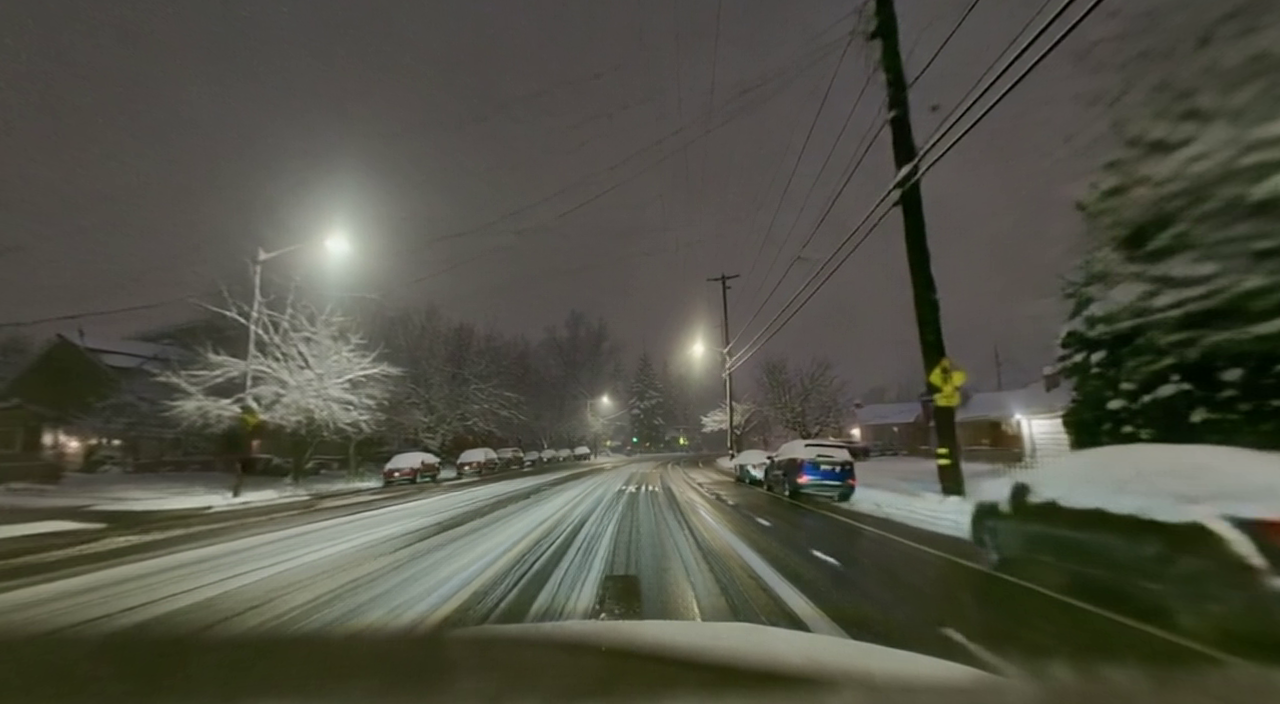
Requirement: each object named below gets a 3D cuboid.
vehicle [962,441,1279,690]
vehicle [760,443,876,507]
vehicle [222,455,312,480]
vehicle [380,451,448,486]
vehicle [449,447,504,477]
[{"bbox_3d":[4.981,1.580,5.587,1.978,1.529,4.357,0,-8,1],"label":"vehicle"},{"bbox_3d":[5.127,3.587,19.001,2.009,1.649,5.156,0,-9,0],"label":"vehicle"},{"bbox_3d":[-23.234,7.178,39.283,4.326,1.468,2.025,0,-9,2],"label":"vehicle"},{"bbox_3d":[-12.055,6.242,33.906,1.907,1.612,4.594,-3,-10,1],"label":"vehicle"},{"bbox_3d":[-11.563,7.788,44.945,2.225,1.887,5.672,-3,-9,3],"label":"vehicle"}]
